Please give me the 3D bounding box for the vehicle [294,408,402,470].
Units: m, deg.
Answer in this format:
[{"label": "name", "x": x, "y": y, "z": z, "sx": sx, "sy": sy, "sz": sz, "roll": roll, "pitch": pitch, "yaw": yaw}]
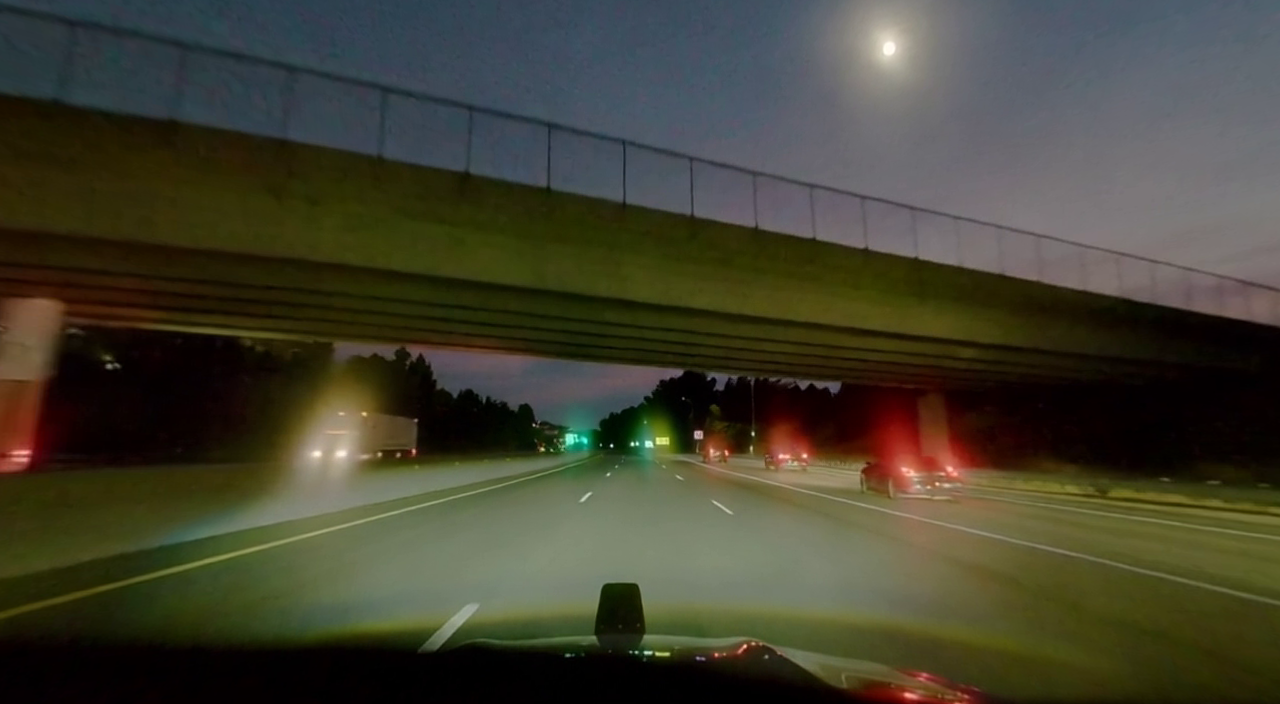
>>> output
[{"label": "vehicle", "x": -15.904, "y": 4.893, "z": 34.965, "sx": 2.704, "sy": 3.067, "sz": 6.758, "roll": 0, "pitch": -9, "yaw": 0}]
